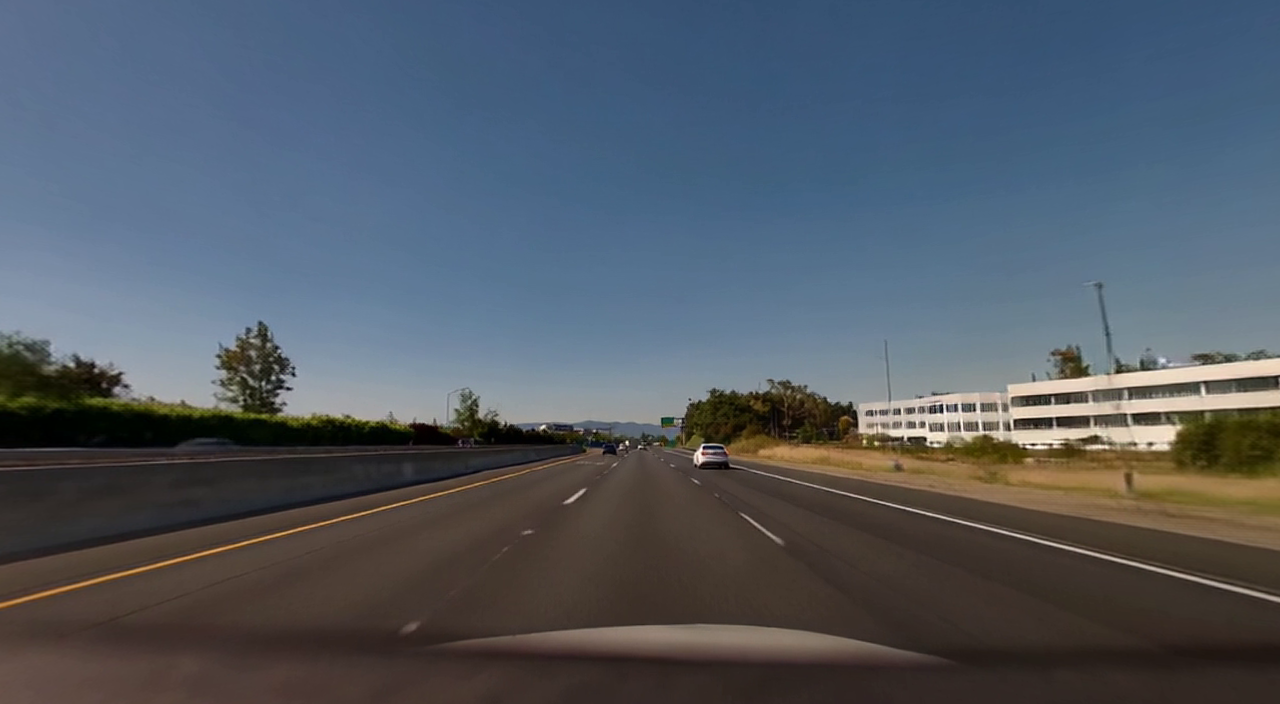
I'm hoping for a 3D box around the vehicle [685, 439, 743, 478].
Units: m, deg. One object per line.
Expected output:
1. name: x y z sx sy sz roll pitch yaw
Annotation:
1. vehicle: 3.198 4.723 28.176 2.085 1.594 4.848 0 -9 0
